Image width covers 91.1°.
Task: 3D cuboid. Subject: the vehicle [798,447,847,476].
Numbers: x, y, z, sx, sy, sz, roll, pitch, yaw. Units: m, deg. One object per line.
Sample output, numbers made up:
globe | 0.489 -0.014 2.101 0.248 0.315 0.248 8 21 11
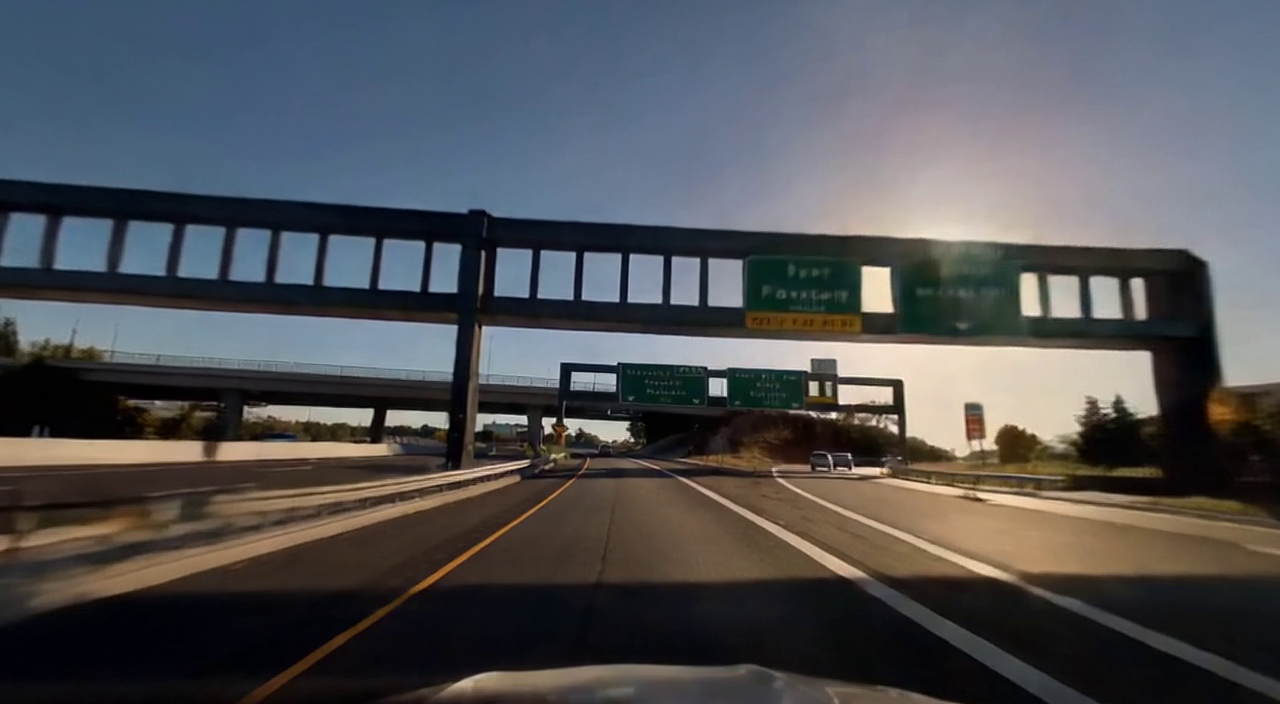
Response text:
vehicle | 9.898 5.943 34.307 2.129 1.444 3.649 -2 -9 10
